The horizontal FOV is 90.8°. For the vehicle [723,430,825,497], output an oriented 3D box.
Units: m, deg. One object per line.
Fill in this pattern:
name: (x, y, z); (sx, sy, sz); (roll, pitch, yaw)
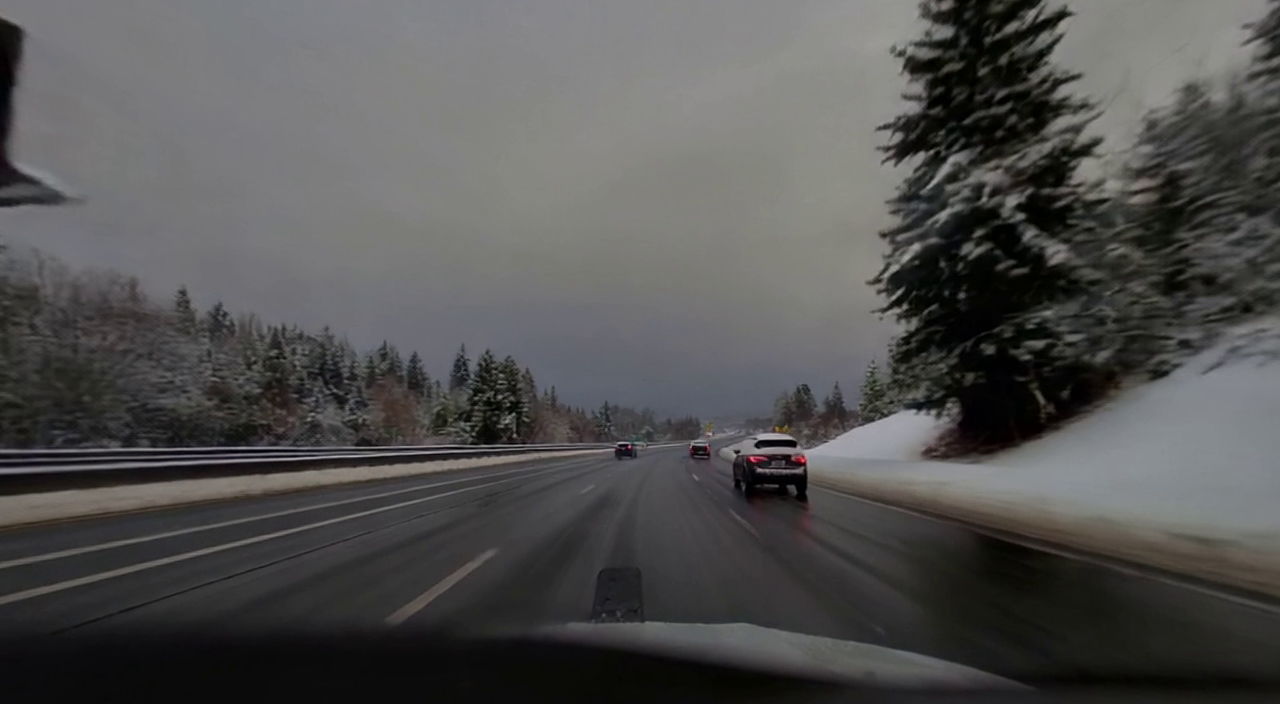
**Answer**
vehicle: (3.859, 3.294, 19.001); (2.075, 1.743, 4.410); (0, -9, 0)
